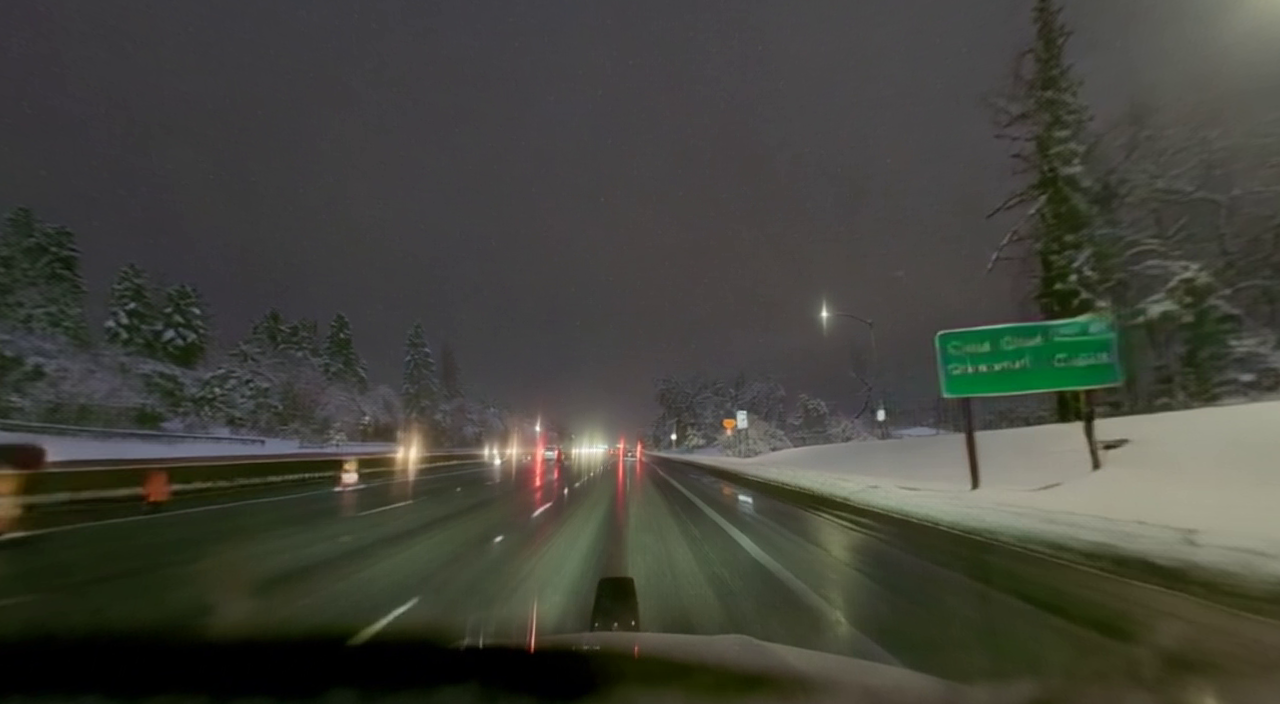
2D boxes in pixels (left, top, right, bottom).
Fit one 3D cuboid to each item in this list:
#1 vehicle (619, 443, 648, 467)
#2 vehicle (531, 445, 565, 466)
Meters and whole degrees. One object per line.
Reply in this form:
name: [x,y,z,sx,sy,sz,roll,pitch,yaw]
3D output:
vehicle: [-0.485,7.615,46.885,2.109,1.638,3.856,0,-9,-1]
vehicle: [-6.996,7.929,48.463,1.997,1.507,4.248,0,-9,0]
